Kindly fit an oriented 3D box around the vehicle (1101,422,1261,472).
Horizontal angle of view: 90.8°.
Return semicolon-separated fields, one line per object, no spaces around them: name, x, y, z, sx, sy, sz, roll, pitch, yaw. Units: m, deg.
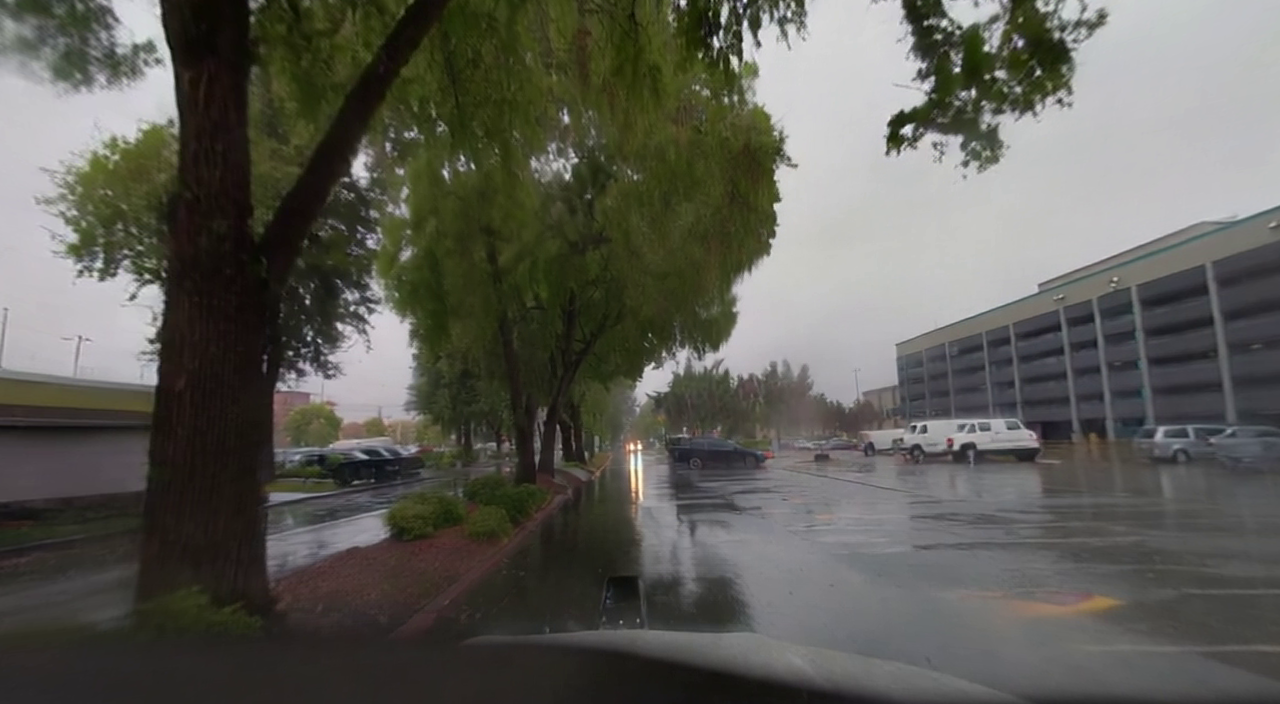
vehicle;25.516;4.491;29.941;5.596;2.168;2.307;2;-8;-4

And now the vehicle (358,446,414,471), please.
vehicle;-17.327;7.255;43.326;1.850;1.531;4.256;0;-8;3

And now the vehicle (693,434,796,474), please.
vehicle;4.929;4.761;29.570;4.626;1.723;1.939;5;-10;-33

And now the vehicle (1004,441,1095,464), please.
vehicle;26.214;6.428;40.505;4.558;1.452;1.790;0;-8;-2

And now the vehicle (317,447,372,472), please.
vehicle;-20.329;7.377;43.676;1.880;1.617;3.870;0;-8;1

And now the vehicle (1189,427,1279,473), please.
vehicle;26.356;4.114;26.545;4.591;1.808;2.016;0;-9;0

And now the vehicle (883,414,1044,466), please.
vehicle;13.557;3.730;26.748;5.540;2.045;2.259;0;-8;-2

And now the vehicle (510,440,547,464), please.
vehicle;-7.994;7.232;45.731;1.993;1.640;4.457;0;-8;-1

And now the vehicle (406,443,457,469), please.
vehicle;-14.472;7.191;44.036;1.888;1.657;4.138;0;-8;4
